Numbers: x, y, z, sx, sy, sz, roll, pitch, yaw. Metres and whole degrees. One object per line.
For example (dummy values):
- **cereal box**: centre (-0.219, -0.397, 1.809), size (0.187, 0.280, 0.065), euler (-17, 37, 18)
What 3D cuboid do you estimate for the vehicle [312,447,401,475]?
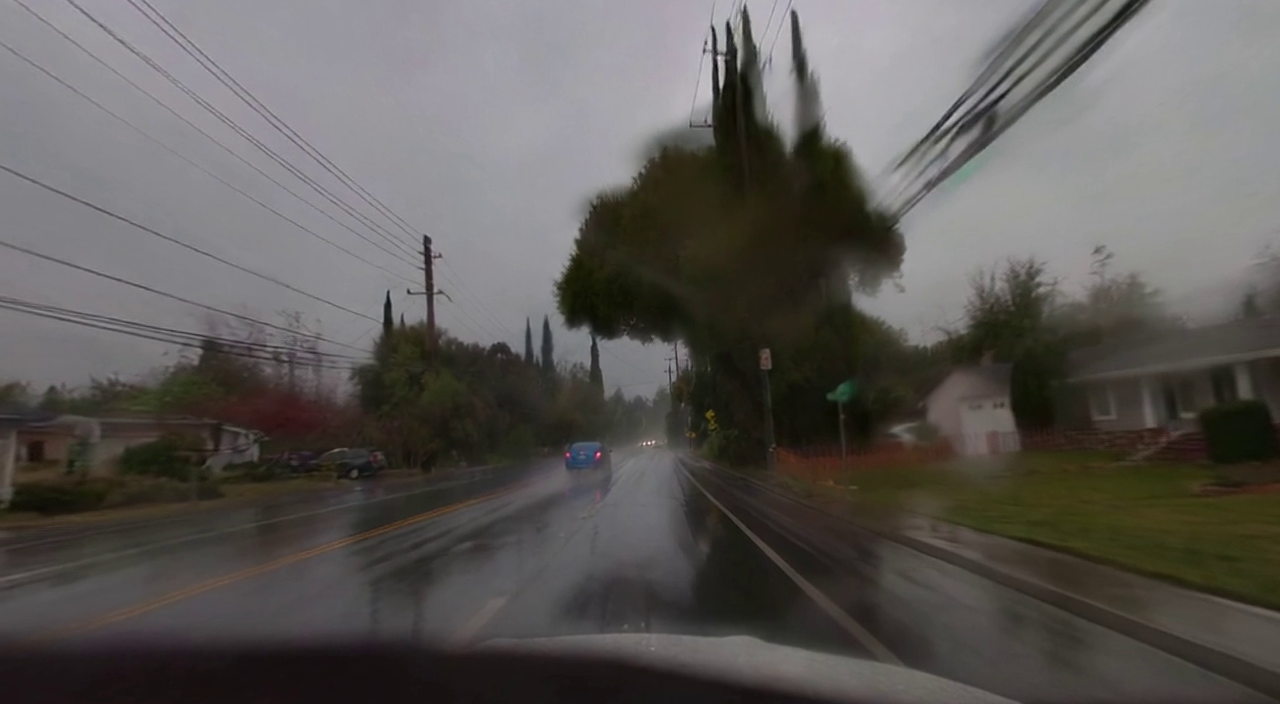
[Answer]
- **vehicle**: centre (-19.111, 7.318, 42.599), size (4.847, 1.759, 2.382), euler (-1, -9, 7)

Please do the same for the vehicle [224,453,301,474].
- **vehicle**: centre (-26.951, 7.966, 45.127), size (4.223, 1.458, 1.969), euler (0, -9, 1)

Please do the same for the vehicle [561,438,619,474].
- **vehicle**: centre (-2.213, 4.784, 29.357), size (2.085, 1.512, 5.023), euler (0, -8, 2)
